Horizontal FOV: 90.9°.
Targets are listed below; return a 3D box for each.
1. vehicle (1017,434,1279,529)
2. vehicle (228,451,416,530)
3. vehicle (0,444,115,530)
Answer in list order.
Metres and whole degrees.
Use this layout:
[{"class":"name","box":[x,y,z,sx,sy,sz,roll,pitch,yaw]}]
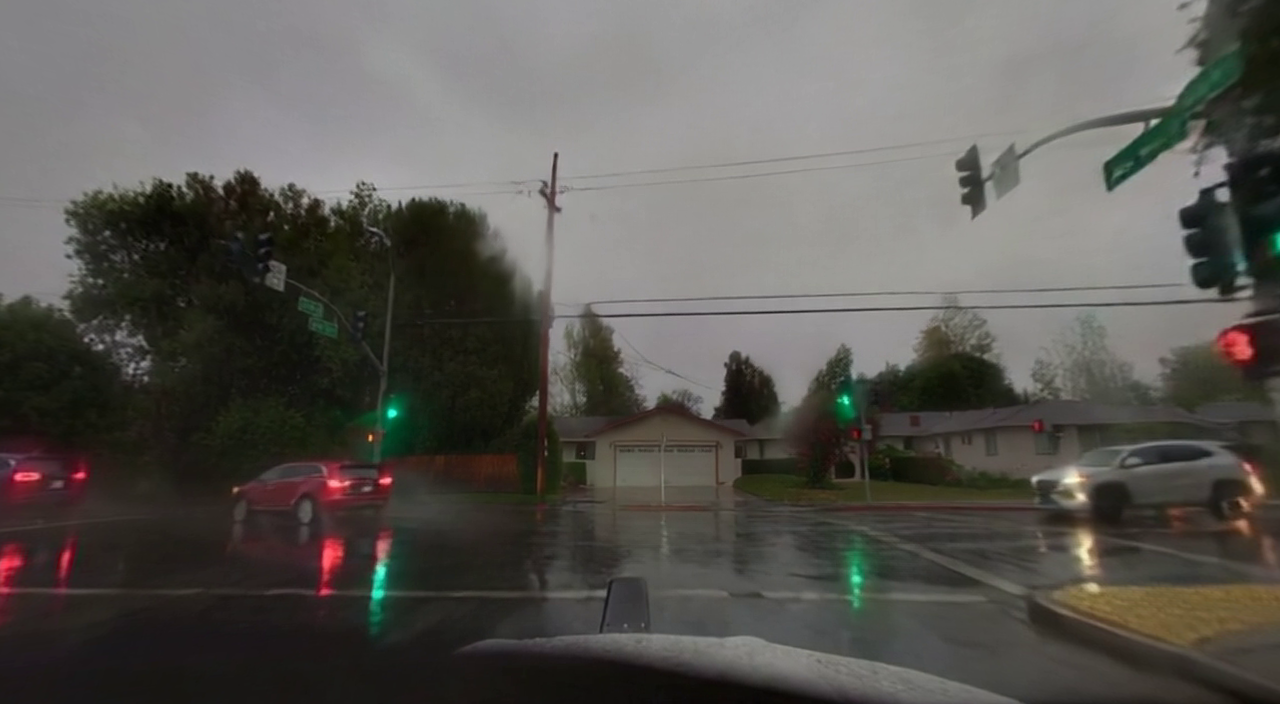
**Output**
[{"class":"vehicle","box":[10.703,2.567,12.842,4.600,1.722,2.074,-1,-9,7]},{"class":"vehicle","box":[-7.464,3.081,14.650,4.512,1.506,2.078,-7,-11,38]},{"class":"vehicle","box":[-14.202,2.802,13.466,4.485,1.625,1.980,-1,-9,9]}]
